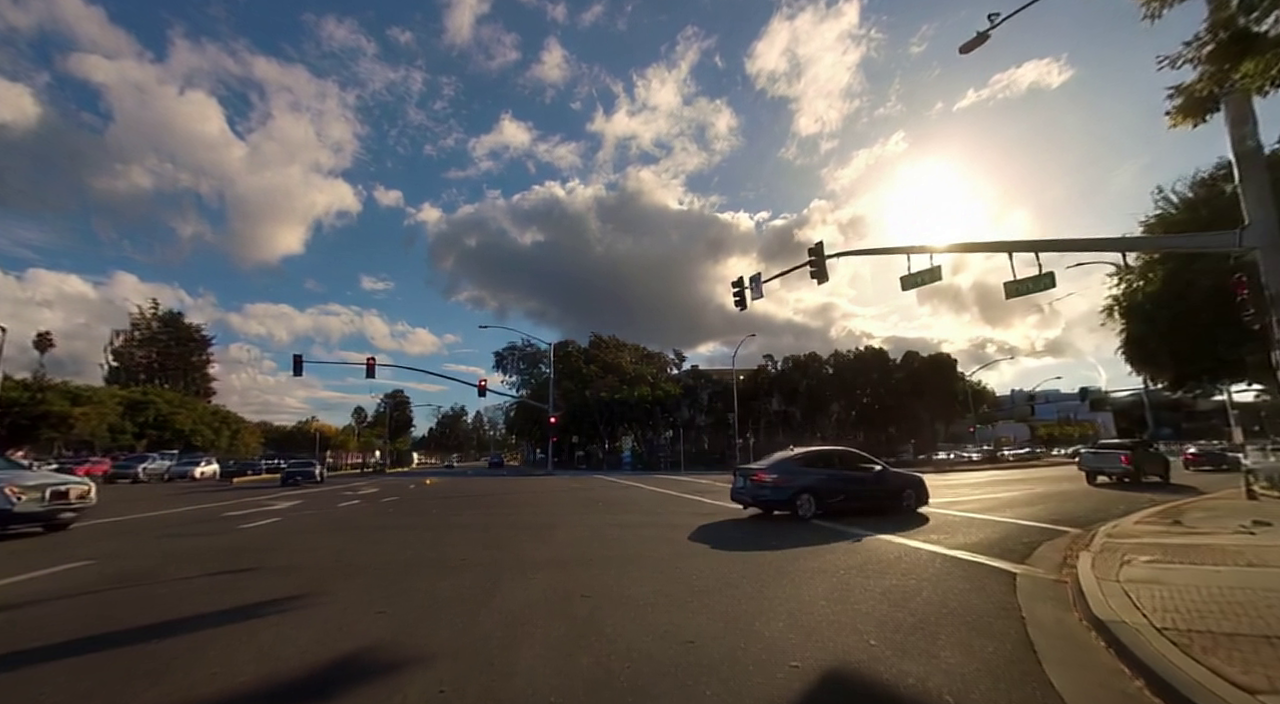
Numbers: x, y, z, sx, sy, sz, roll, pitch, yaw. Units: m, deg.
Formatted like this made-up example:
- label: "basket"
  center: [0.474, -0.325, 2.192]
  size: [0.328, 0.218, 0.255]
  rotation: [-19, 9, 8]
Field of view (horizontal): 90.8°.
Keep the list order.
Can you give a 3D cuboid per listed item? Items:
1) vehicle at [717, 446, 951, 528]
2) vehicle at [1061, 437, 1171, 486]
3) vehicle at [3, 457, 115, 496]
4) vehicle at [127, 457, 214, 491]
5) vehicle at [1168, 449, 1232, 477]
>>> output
- label: "vehicle"
  center: [4.217, 2.793, 13.654]
  size: [4.702, 1.468, 1.999]
  rotation: [4, -10, -27]
- label: "vehicle"
  center: [21.357, 4.825, 28.239]
  size: [5.896, 1.937, 2.358]
  rotation: [7, -11, -38]
- label: "vehicle"
  center: [-28.317, 6.044, 31.017]
  size: [2.081, 1.670, 4.376]
  rotation: [2, -9, -14]
- label: "vehicle"
  center: [-25.068, 6.504, 33.974]
  size: [2.020, 1.615, 4.656]
  rotation: [2, -9, -14]
- label: "vehicle"
  center: [32.217, 6.329, 36.289]
  size: [4.728, 1.471, 1.957]
  rotation: [7, -11, -40]
